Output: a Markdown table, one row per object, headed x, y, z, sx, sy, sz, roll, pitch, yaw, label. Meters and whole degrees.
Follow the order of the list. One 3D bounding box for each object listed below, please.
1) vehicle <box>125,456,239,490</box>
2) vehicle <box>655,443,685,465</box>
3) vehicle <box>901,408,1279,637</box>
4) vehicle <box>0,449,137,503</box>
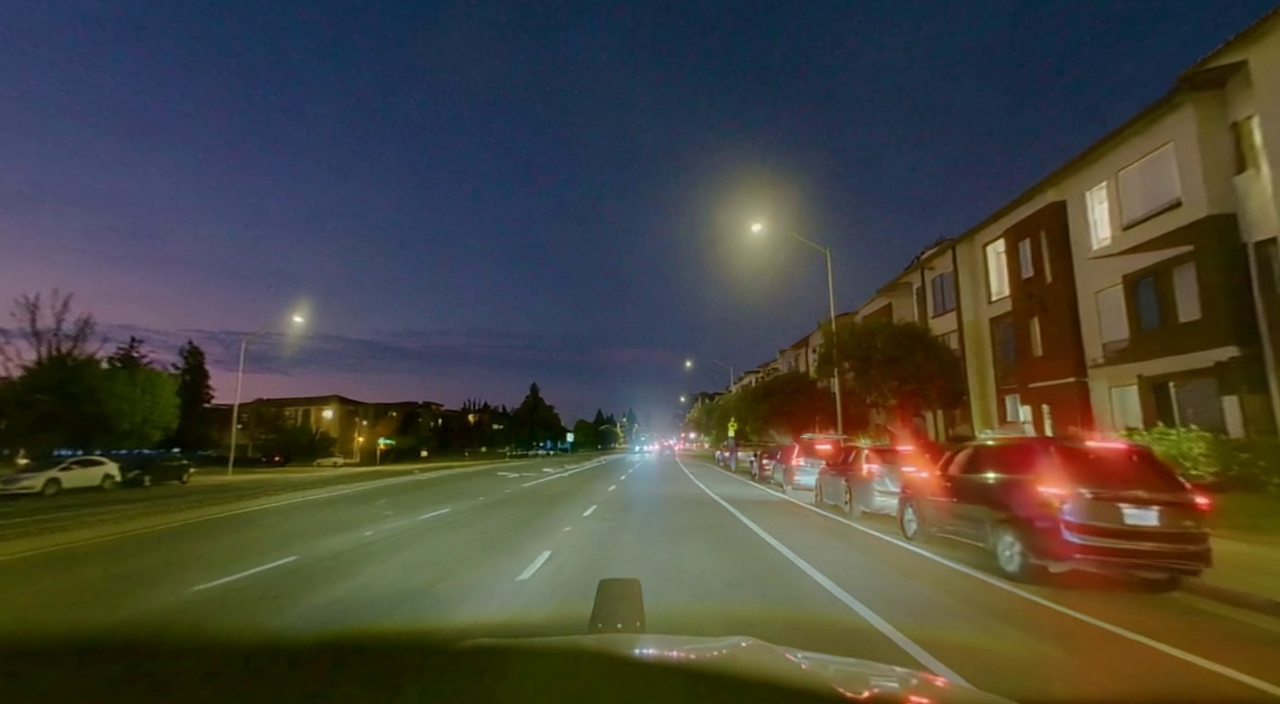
| x | y | z | sx | sy | sz | roll | pitch | yaw | label |
| --- | --- | --- | --- | --- | --- | --- | --- | --- | --- |
| -22.498 | 5.914 | 31.260 | 1.909 | 1.451 | 4.757 | -1 | -8 | 3 | vehicle |
| 2.114 | 7.068 | 43.881 | 2.011 | 1.480 | 4.170 | -1 | -8 | 3 | vehicle |
| 4.595 | 1.532 | 6.647 | 2.011 | 1.649 | 4.001 | 0 | -8 | 1 | vehicle |
| -23.064 | 4.784 | 24.884 | 2.060 | 1.814 | 5.097 | 0 | -8 | 2 | vehicle |
